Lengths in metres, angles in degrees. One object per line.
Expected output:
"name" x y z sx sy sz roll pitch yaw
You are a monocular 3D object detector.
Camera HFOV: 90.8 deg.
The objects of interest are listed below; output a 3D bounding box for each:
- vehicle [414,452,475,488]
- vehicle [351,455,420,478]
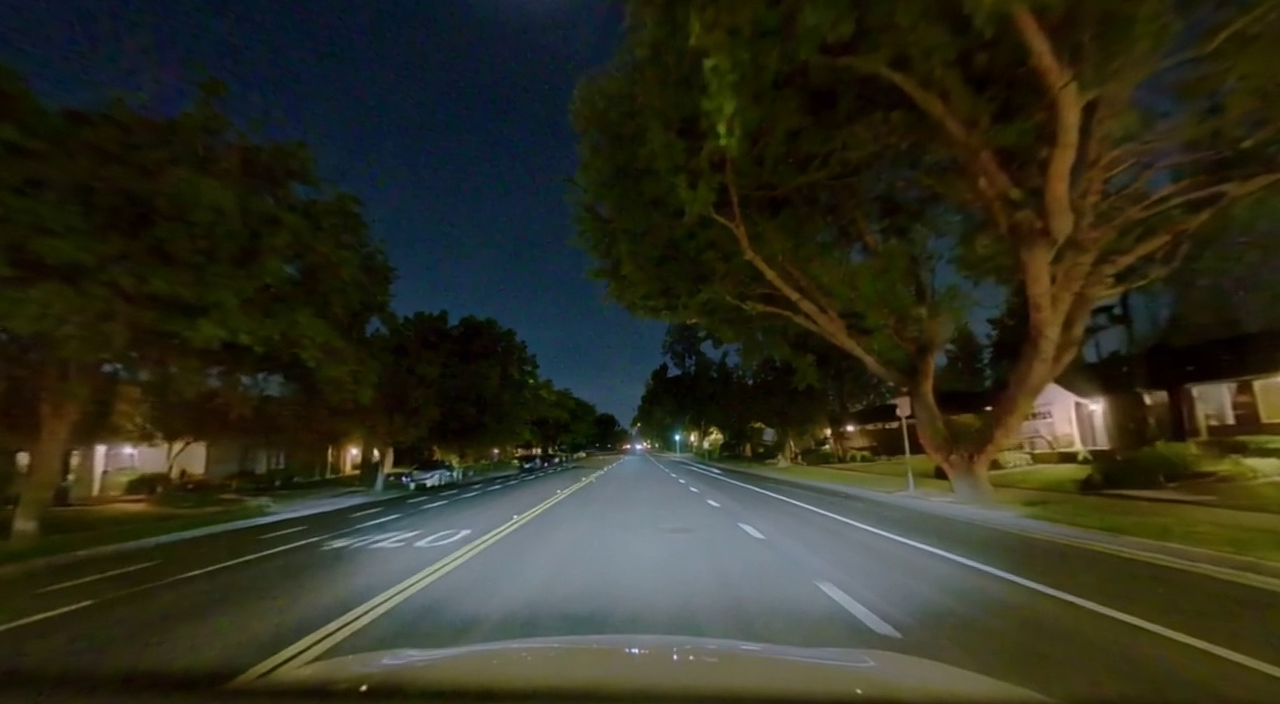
"vehicle" -10.762 6.480 35.099 1.989 1.610 4.337 -5 -8 -1
"vehicle" -18.993 8.560 47.286 4.310 1.690 1.848 1 -9 -3
